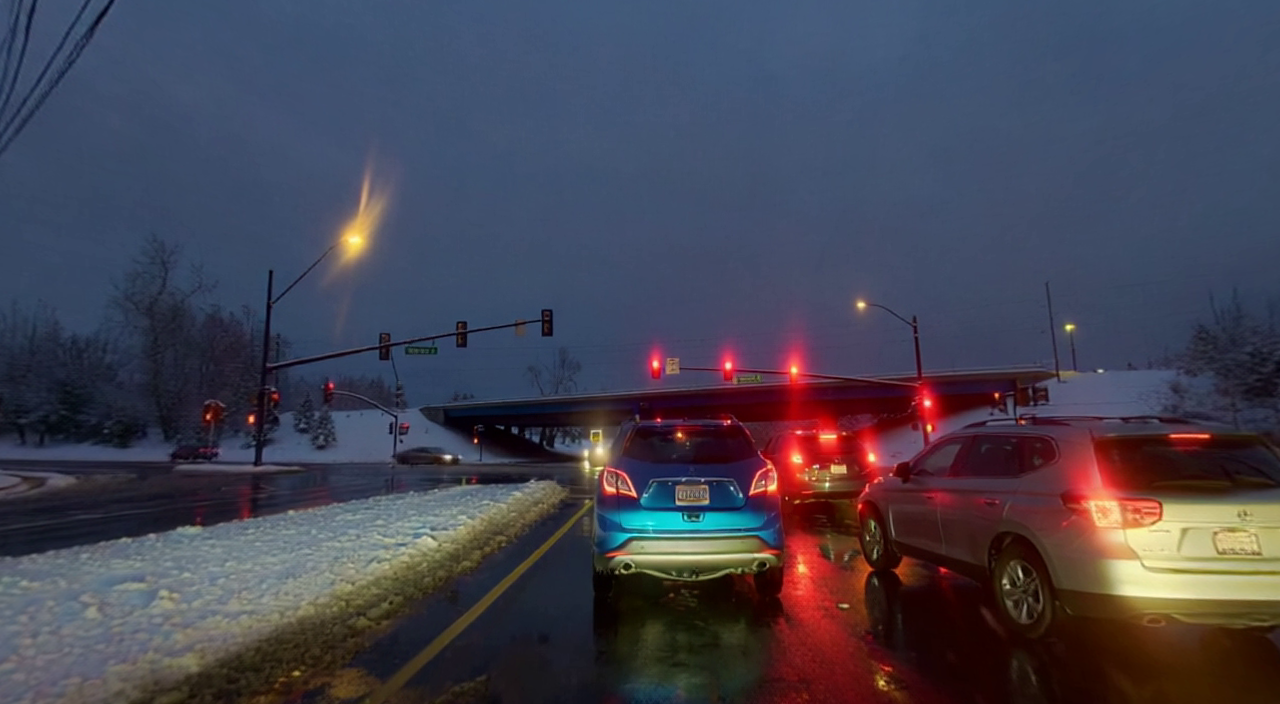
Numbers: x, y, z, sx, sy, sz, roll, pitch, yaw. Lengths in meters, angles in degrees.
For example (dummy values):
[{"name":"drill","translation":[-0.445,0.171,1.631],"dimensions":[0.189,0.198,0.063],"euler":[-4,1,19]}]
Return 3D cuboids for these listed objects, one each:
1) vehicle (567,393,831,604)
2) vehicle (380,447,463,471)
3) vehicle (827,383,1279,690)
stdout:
[{"name":"vehicle","translation":[0.447,1.564,7.624],"dimensions":[2.240,1.778,4.335],"euler":[0,-8,-2]},{"name":"vehicle","translation":[-13.526,6.630,39.278],"dimensions":[4.411,1.466,1.998],"euler":[-1,-9,7]},{"name":"vehicle","translation":[3.409,1.336,5.795],"dimensions":[1.990,1.649,4.625],"euler":[0,-8,0]}]
